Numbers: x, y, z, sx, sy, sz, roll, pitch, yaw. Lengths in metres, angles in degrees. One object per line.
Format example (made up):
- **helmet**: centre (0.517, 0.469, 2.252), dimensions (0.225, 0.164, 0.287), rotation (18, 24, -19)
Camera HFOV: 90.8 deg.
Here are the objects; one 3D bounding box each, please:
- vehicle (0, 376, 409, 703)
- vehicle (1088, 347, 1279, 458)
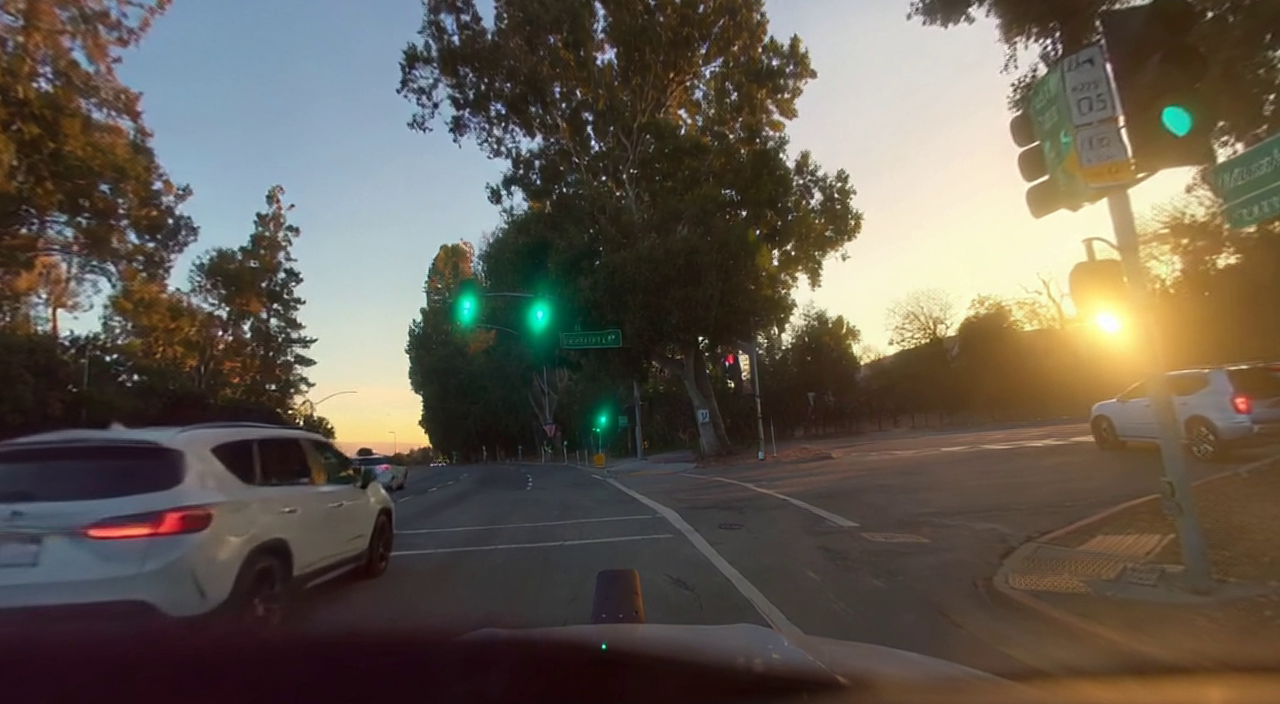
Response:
- **vehicle**: centre (-3.538, 1.273, 4.838), dimensions (2.134, 1.707, 4.471), rotation (0, -8, -5)
- **vehicle**: centre (10.667, 1.061, 11.631), dimensions (1.855, 1.669, 4.529), rotation (-1, -9, 6)
